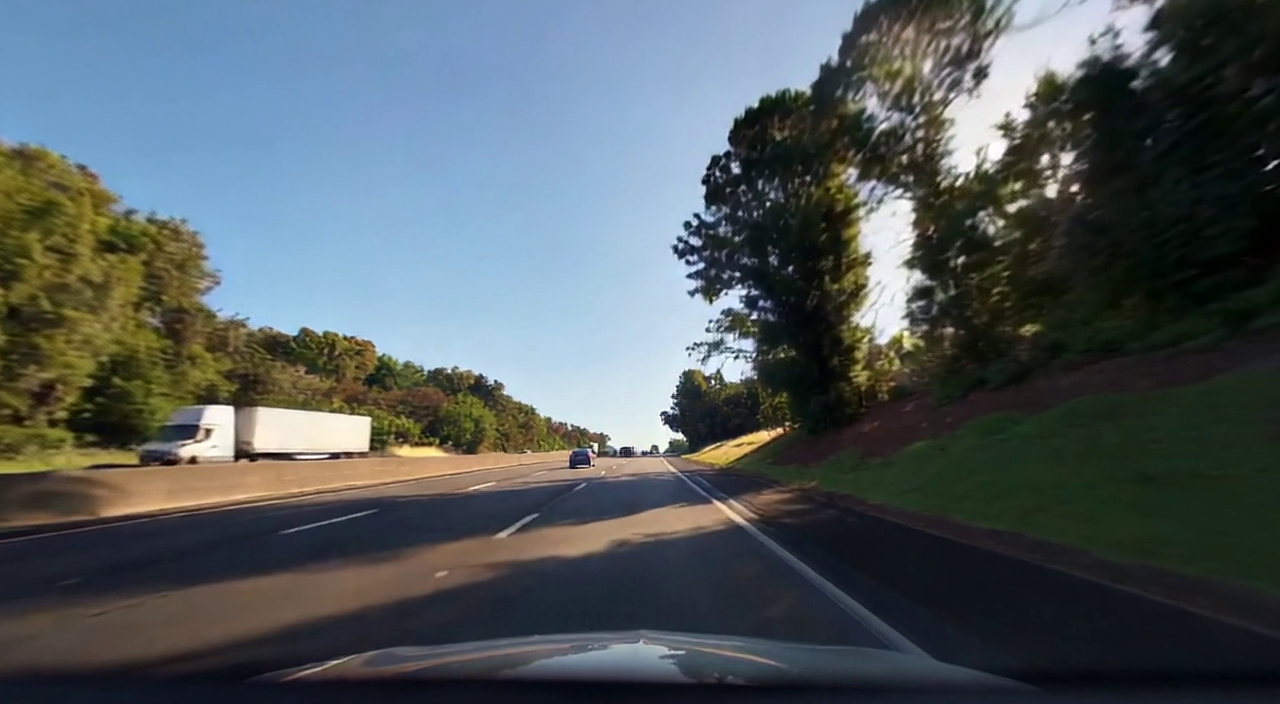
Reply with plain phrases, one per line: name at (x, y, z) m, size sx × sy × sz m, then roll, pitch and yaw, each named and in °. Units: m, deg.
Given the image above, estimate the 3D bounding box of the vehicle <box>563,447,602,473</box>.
vehicle at (-3.342, 6.359, 37.377) m, size 1.858 × 1.459 × 4.091 m, roll 0°, pitch -9°, yaw 1°

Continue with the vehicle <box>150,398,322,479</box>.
vehicle at (-23.116, 5.200, 37.254) m, size 2.975 × 4.087 × 10.601 m, roll 0°, pitch -9°, yaw 1°
